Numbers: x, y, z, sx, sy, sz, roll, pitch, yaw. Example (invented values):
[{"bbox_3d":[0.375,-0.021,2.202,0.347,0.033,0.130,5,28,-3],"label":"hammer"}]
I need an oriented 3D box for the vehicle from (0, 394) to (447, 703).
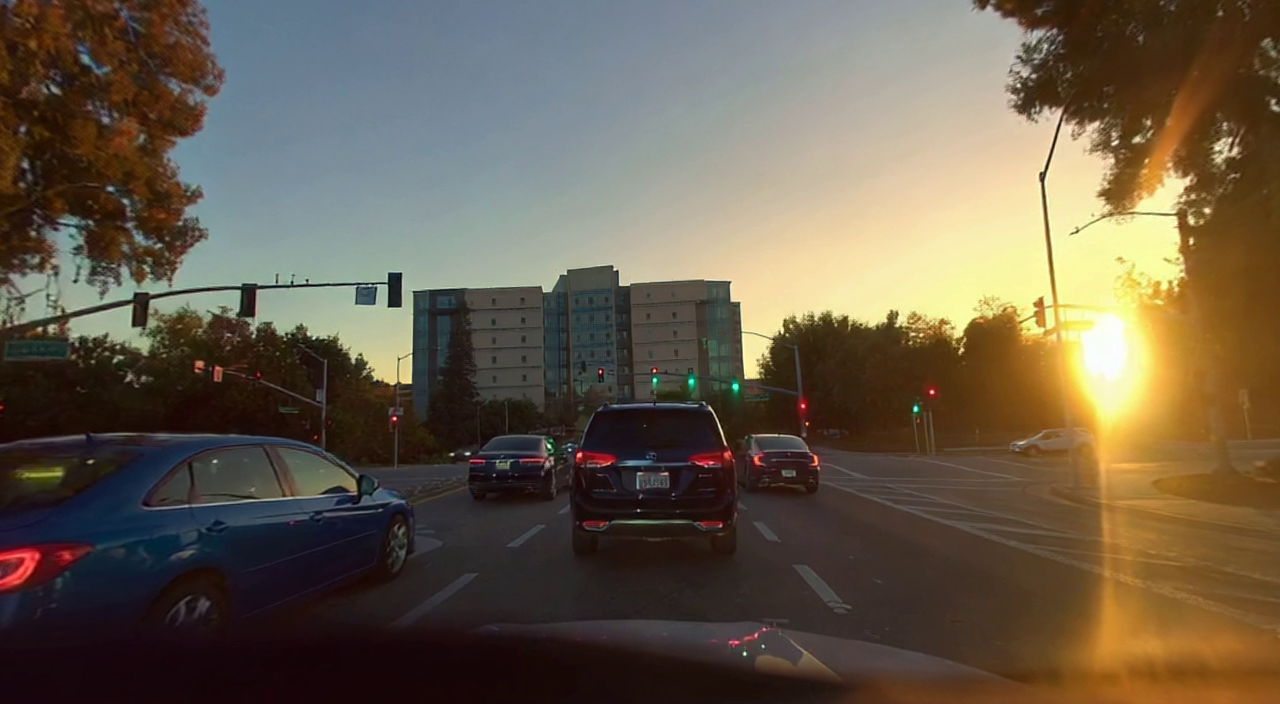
[{"bbox_3d":[-3.230,1.244,4.724,1.958,1.494,4.624,0,-8,2],"label":"vehicle"}]

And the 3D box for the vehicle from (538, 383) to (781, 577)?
[{"bbox_3d":[0.213,1.530,8.250,2.300,1.832,4.331,0,-8,1],"label":"vehicle"}]

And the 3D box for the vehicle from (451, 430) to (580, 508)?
[{"bbox_3d":[-2.620,2.581,14.360,1.851,1.502,4.042,0,-8,4],"label":"vehicle"}]
